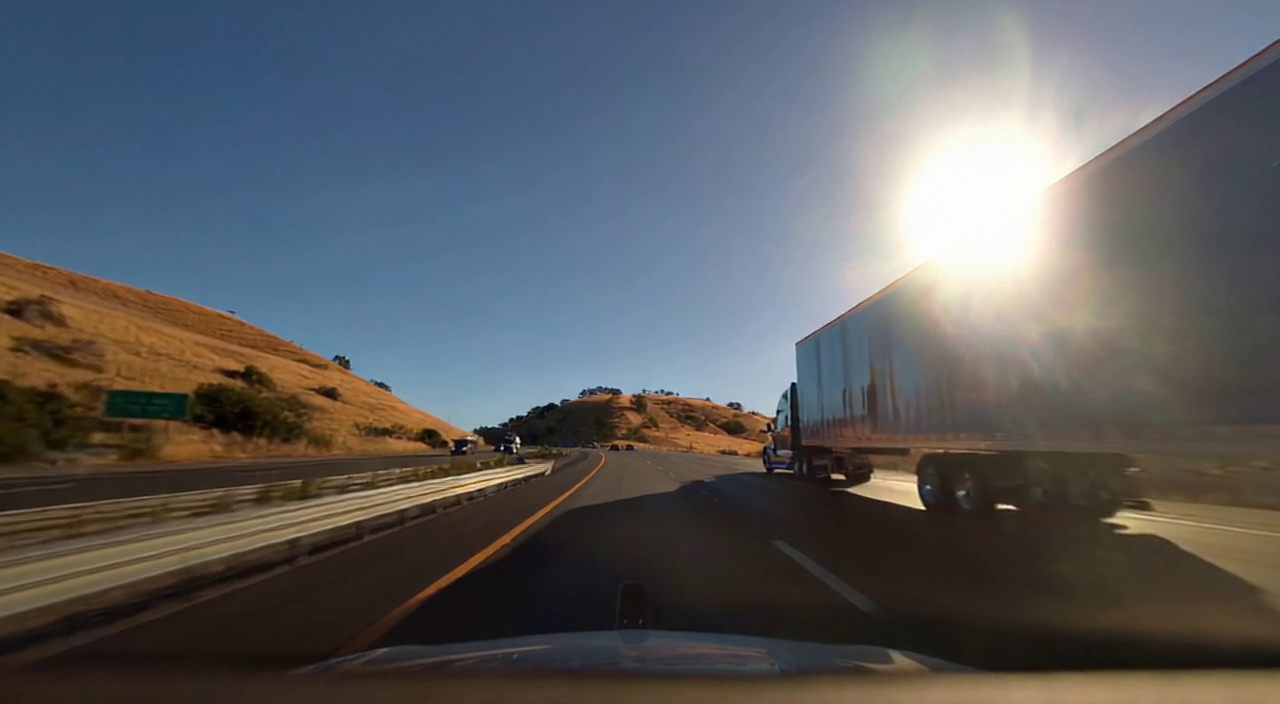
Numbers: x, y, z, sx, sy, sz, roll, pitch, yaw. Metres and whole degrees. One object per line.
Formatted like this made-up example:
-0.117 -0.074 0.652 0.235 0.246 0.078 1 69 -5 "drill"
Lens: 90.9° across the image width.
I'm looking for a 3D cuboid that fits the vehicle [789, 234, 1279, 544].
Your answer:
7.475 1.603 16.586 2.923 4.182 16.345 0 -8 -1 "vehicle"
